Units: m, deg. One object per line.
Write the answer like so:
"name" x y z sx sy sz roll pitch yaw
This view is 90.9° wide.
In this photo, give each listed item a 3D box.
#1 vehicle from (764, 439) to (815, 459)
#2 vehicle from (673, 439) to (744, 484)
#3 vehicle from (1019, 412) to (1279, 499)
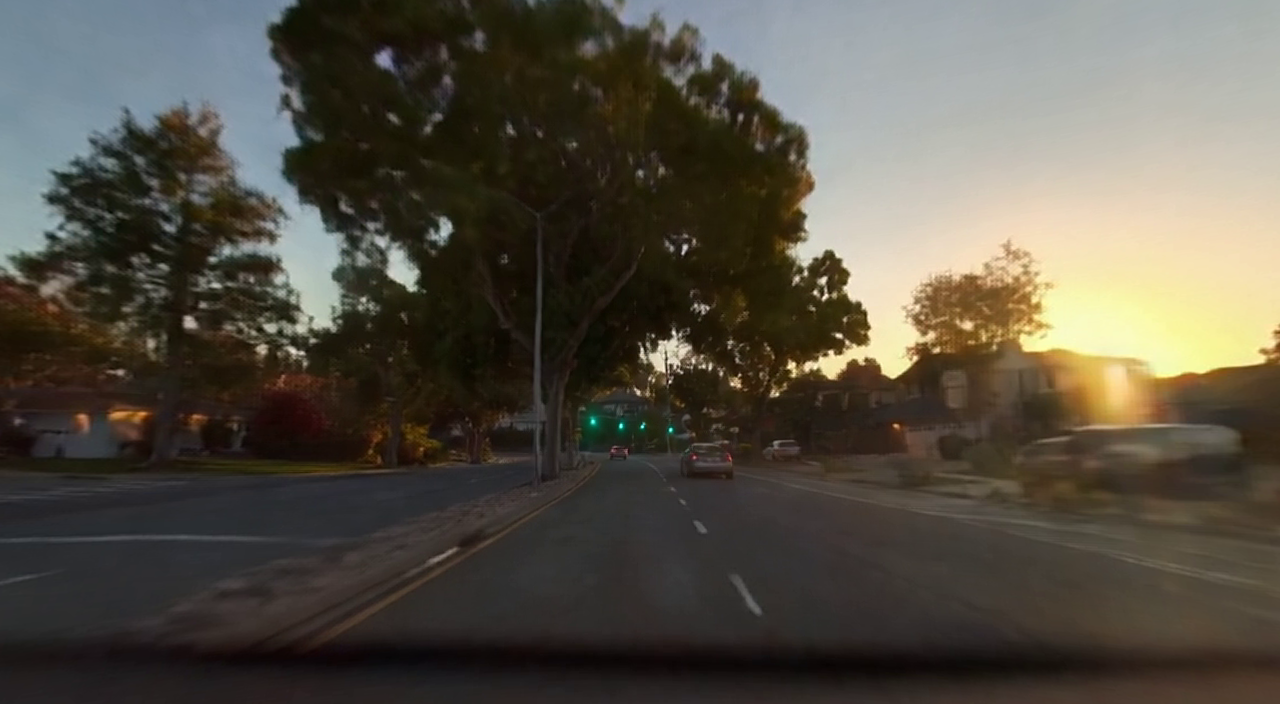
"vehicle" 11.796 7.682 49.865 3.635 1.482 1.879 -1 -9 4
"vehicle" 2.410 3.989 23.230 1.960 1.479 4.086 0 -9 -2
"vehicle" 11.402 2.328 14.297 4.202 1.794 2.063 0 -9 0
